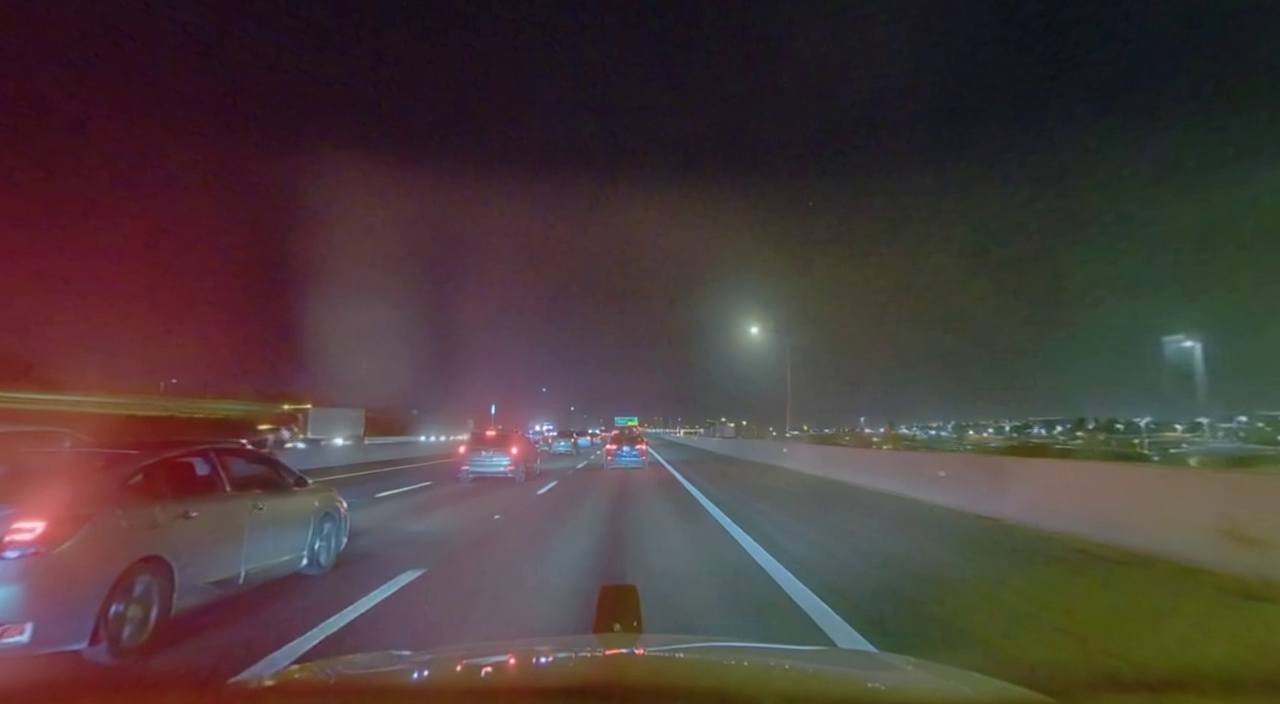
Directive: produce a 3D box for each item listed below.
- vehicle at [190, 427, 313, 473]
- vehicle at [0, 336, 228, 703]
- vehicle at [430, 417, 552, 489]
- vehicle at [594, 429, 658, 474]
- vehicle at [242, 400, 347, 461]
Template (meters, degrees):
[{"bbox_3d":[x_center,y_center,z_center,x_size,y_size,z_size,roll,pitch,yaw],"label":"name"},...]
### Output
[{"bbox_3d":[-15.486,3.906,25.435,2.078,1.665,4.538,0,-8,0],"label":"vehicle"},{"bbox_3d":[-3.759,0.696,1.925,2.107,1.703,4.274,0,-8,-1],"label":"vehicle"},{"bbox_3d":[-3.878,2.718,17.312,2.154,1.690,4.595,0,-8,1],"label":"vehicle"},{"bbox_3d":[-0.481,3.484,22.360,2.070,1.452,3.834,0,-8,-1],"label":"vehicle"},{"bbox_3d":[-24.070,5.574,44.356,3.143,3.921,7.226,0,-8,0],"label":"vehicle"}]
